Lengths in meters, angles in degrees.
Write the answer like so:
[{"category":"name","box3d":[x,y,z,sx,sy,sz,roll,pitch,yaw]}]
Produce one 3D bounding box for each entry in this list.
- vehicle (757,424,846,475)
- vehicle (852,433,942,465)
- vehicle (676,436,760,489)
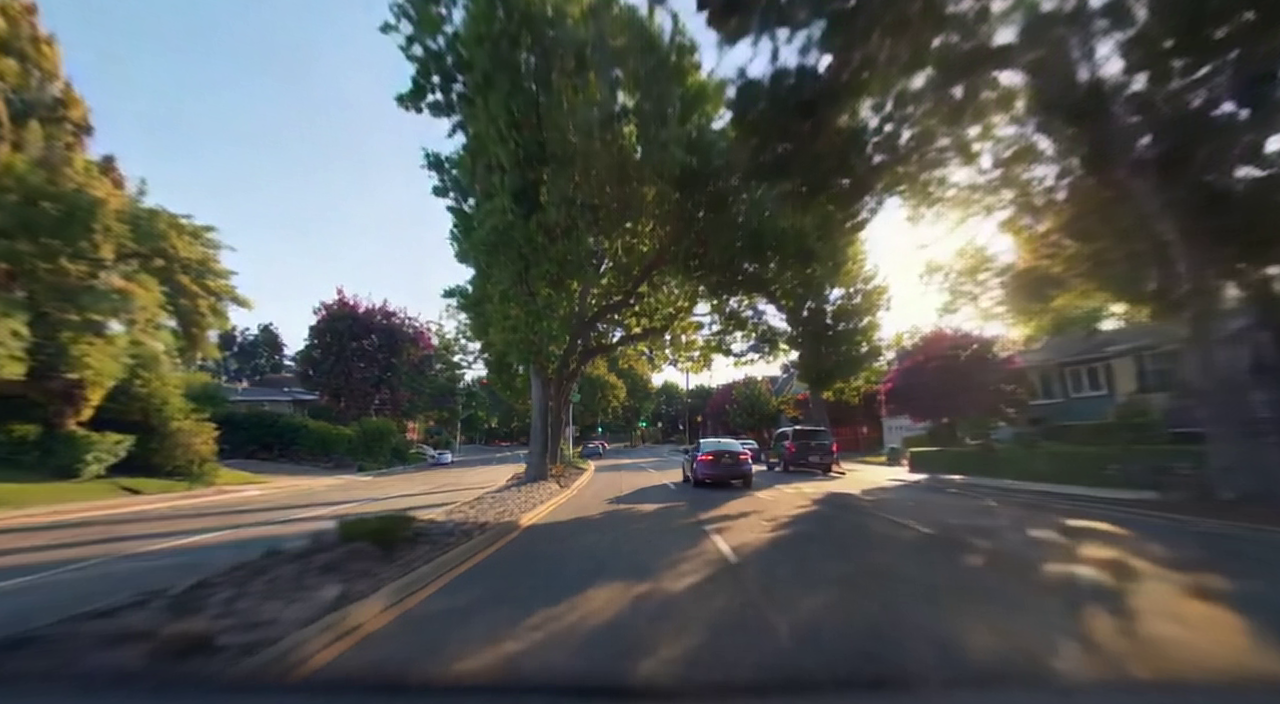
[{"category":"vehicle","box3d":[6.565,4.048,26.241,2.065,1.861,4.704,0,-9,-5]},{"category":"vehicle","box3d":[12.555,4.777,30.961,3.635,1.482,1.879,-2,-9,6]},{"category":"vehicle","box3d":[2.341,3.453,19.976,1.960,1.479,4.086,0,-9,-2]}]
